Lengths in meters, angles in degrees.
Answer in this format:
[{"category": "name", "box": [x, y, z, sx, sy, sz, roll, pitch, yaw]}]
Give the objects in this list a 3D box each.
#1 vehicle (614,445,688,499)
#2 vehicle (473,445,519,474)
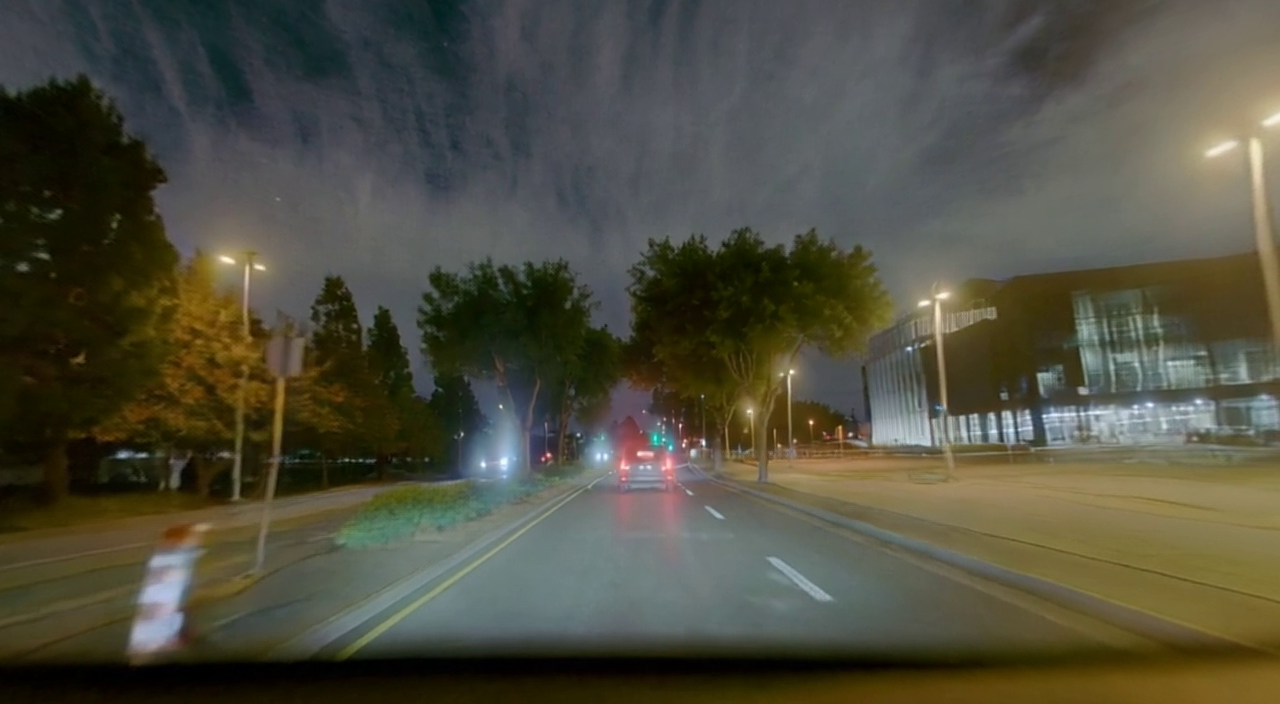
[{"category": "vehicle", "box": [0.342, 3.767, 20.274, 2.114, 1.493, 4.430, 0, -9, 1]}, {"category": "vehicle", "box": [-11.228, 8.395, 49.599, 2.349, 2.106, 5.464, 0, -9, 0]}]
